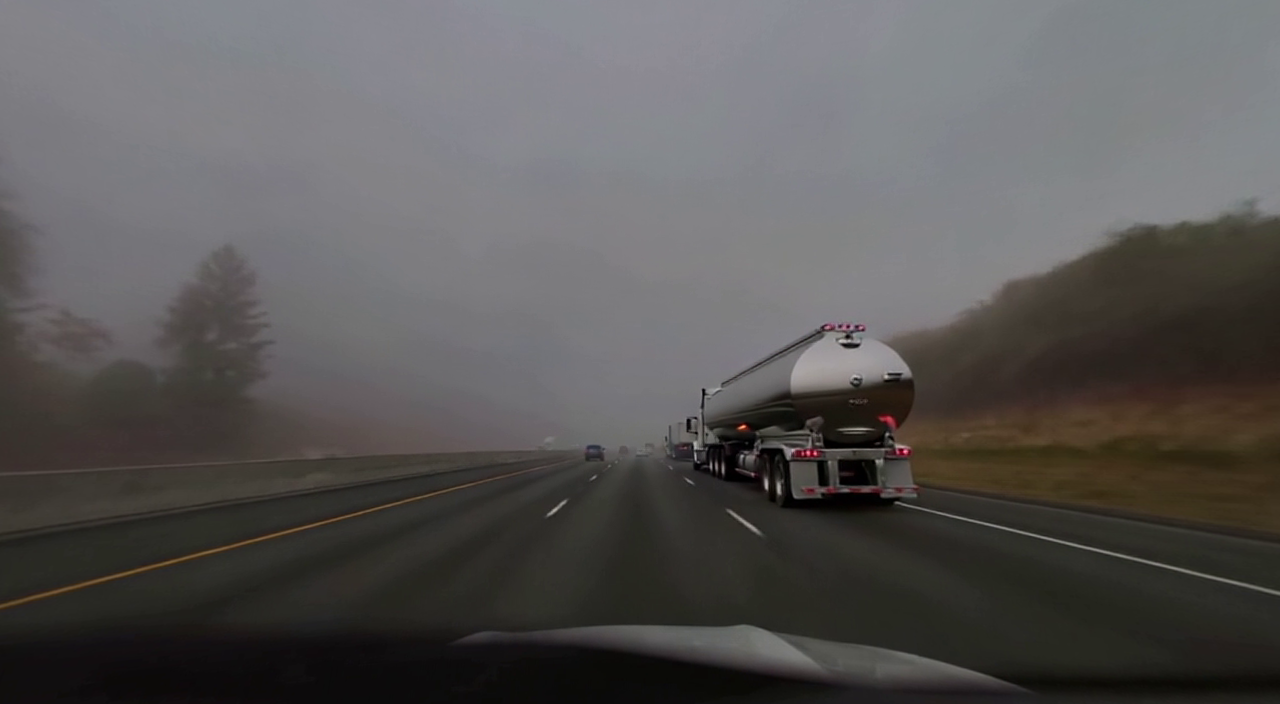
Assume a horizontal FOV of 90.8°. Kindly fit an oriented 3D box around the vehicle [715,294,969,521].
[{"bbox_3d":[3.870,1.595,15.240,2.759,3.734,9.708,0,-9,-1],"label":"vehicle"}]
